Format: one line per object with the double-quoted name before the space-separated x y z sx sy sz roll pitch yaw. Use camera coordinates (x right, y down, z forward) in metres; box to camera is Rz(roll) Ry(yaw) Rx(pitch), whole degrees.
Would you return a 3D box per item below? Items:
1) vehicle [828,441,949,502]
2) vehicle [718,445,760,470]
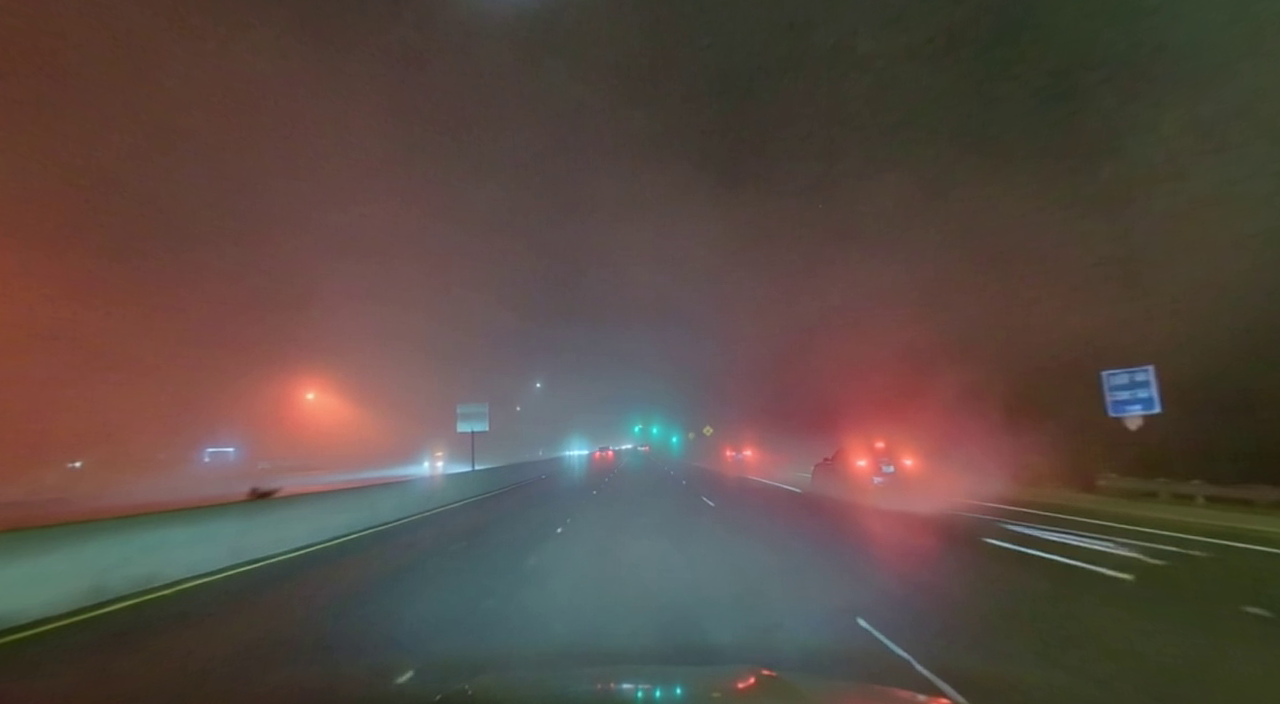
"vehicle" 6.764 3.262 17.648 1.838 1.518 3.713 0 -8 0
"vehicle" 6.598 7.058 42.560 1.987 1.597 4.463 0 -8 -2
